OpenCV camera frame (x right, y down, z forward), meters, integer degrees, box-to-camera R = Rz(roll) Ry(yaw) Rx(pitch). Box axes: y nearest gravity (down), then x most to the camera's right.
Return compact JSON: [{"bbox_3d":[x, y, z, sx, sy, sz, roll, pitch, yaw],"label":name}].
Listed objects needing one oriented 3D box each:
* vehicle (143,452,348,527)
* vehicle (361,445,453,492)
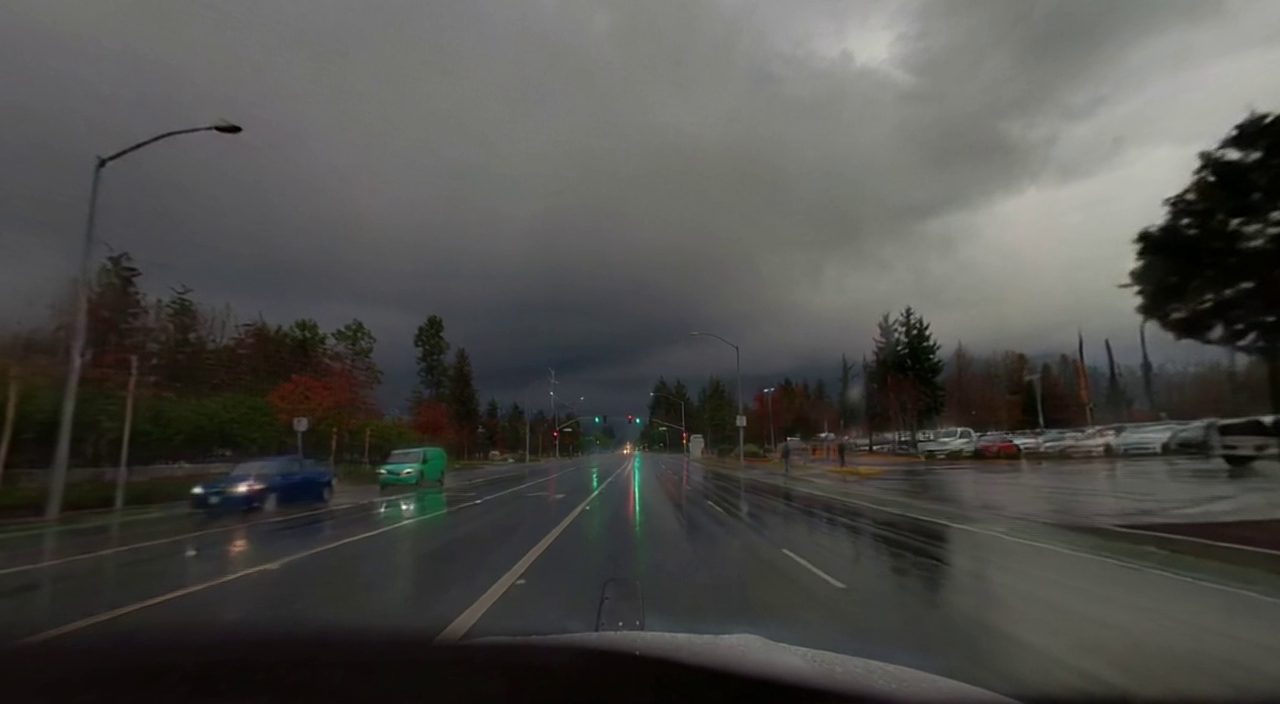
[{"bbox_3d":[-8.942,3.106,14.927,1.940,1.452,4.441,0,-9,1],"label":"vehicle"},{"bbox_3d":[-9.218,4.624,25.445,2.066,1.709,4.509,0,-9,-1],"label":"vehicle"}]
